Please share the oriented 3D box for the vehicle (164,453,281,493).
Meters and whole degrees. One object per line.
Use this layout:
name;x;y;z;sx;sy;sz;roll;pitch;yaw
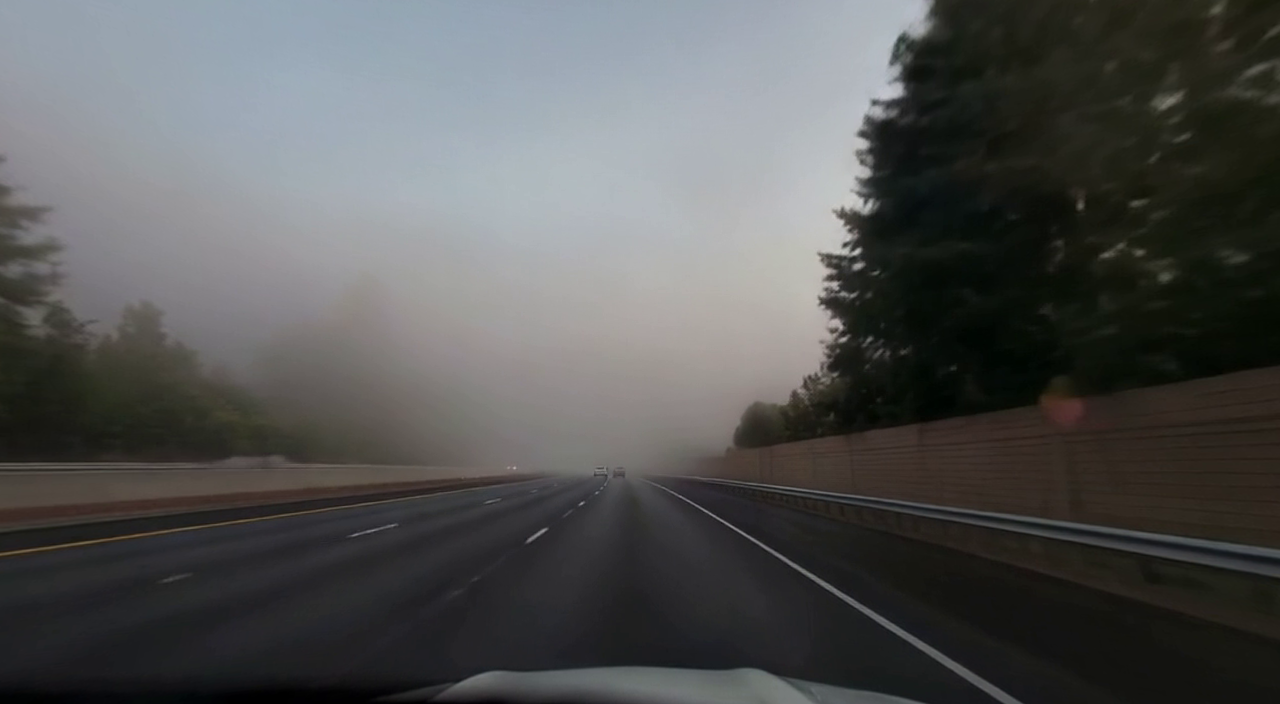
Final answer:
vehicle;-16.492;4.816;25.170;1.795;1.451;4.116;1;-10;0
